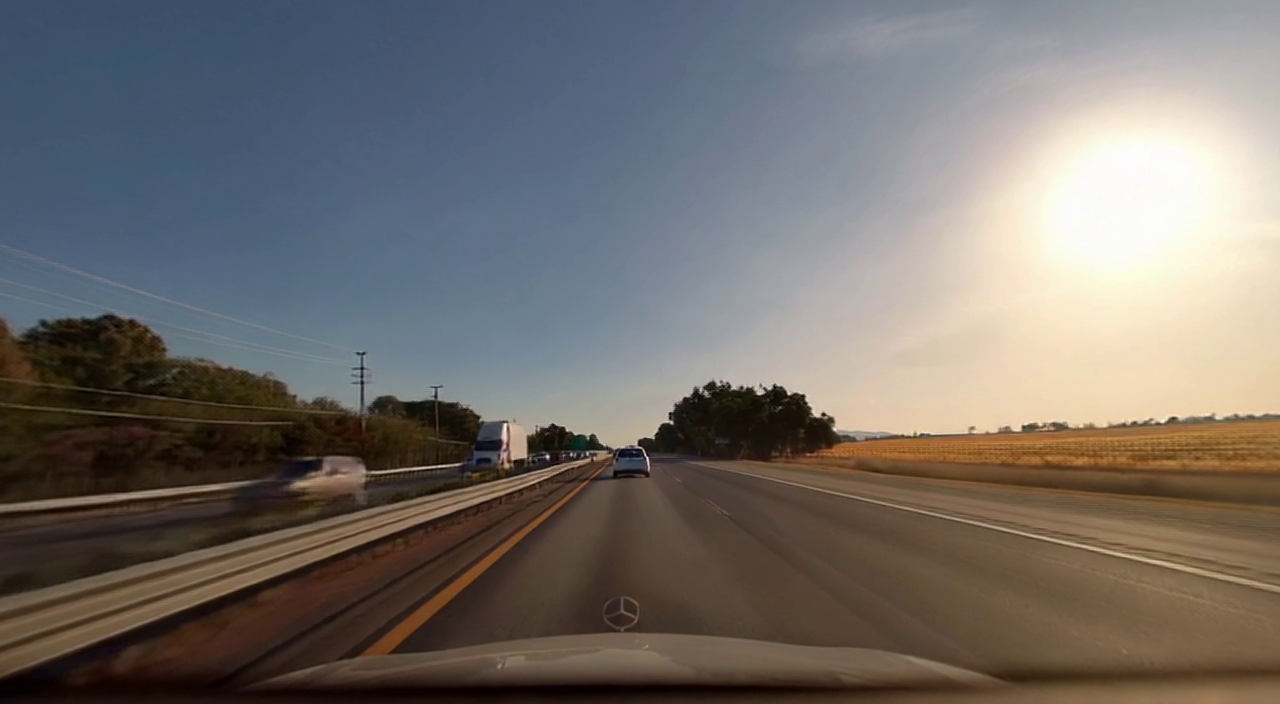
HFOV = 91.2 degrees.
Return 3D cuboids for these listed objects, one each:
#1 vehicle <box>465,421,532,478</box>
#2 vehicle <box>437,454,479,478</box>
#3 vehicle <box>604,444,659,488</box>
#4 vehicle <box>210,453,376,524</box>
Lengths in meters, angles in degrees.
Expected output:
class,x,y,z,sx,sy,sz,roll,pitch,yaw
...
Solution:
class,x,y,z,sx,sy,sz,roll,pitch,yaw
vehicle,-9.067,6.376,41.025,2.739,3.387,7.184,0,-9,-1
vehicle,-13.804,8.613,47.735,1.905,1.666,4.272,0,-9,0
vehicle,-0.336,4.352,24.306,1.971,1.518,4.108,0,-9,-1
vehicle,-8.662,3.401,16.140,1.893,1.519,4.127,0,-9,0
